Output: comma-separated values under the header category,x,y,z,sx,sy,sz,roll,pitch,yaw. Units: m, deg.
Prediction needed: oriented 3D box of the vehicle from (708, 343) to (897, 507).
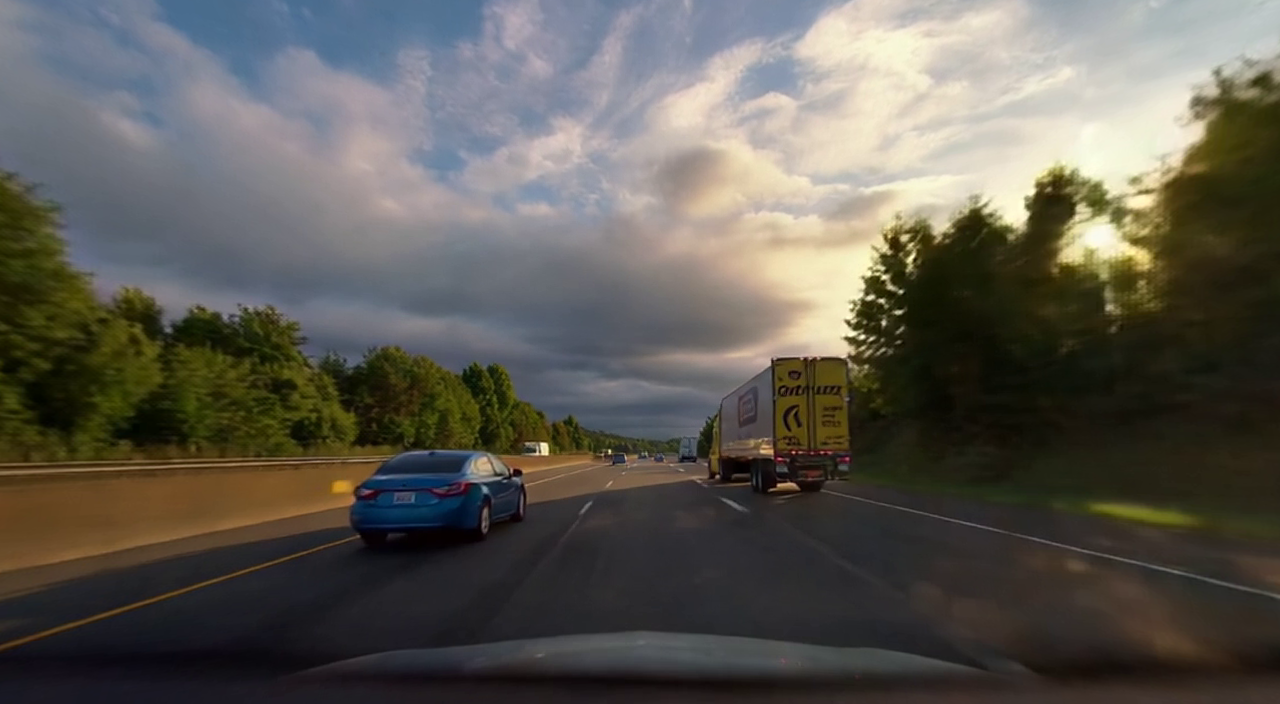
category,x,y,z,sx,sy,sz,roll,pitch,yaw
vehicle,4.634,2.804,22.069,2.858,3.952,13.731,0,-9,0

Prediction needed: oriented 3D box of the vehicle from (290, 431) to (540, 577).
category,x,y,z,sx,sy,sz,roll,pitch,yaw
vehicle,-2.833,2.024,9.190,1.960,1.579,4.384,0,-9,1
